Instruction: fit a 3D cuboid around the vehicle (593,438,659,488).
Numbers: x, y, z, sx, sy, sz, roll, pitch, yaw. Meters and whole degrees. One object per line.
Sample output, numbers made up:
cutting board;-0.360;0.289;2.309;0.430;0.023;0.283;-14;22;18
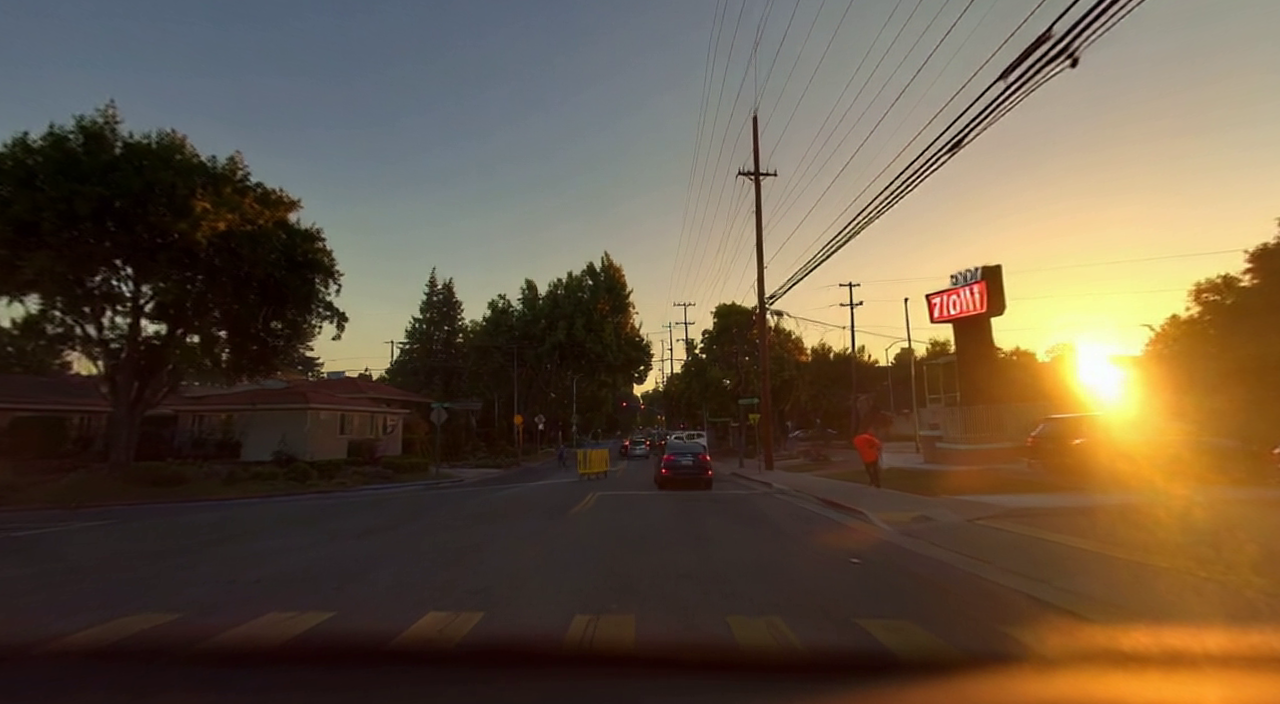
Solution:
vehicle;-0.546;3.540;20.462;1.874;1.427;3.976;0;-8;-5

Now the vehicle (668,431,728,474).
vehicle;2.710;4.886;30.976;2.553;1.868;5.536;0;-8;2

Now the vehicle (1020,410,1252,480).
vehicle;13.343;2.537;17.269;4.518;1.764;2.014;-1;-9;2
